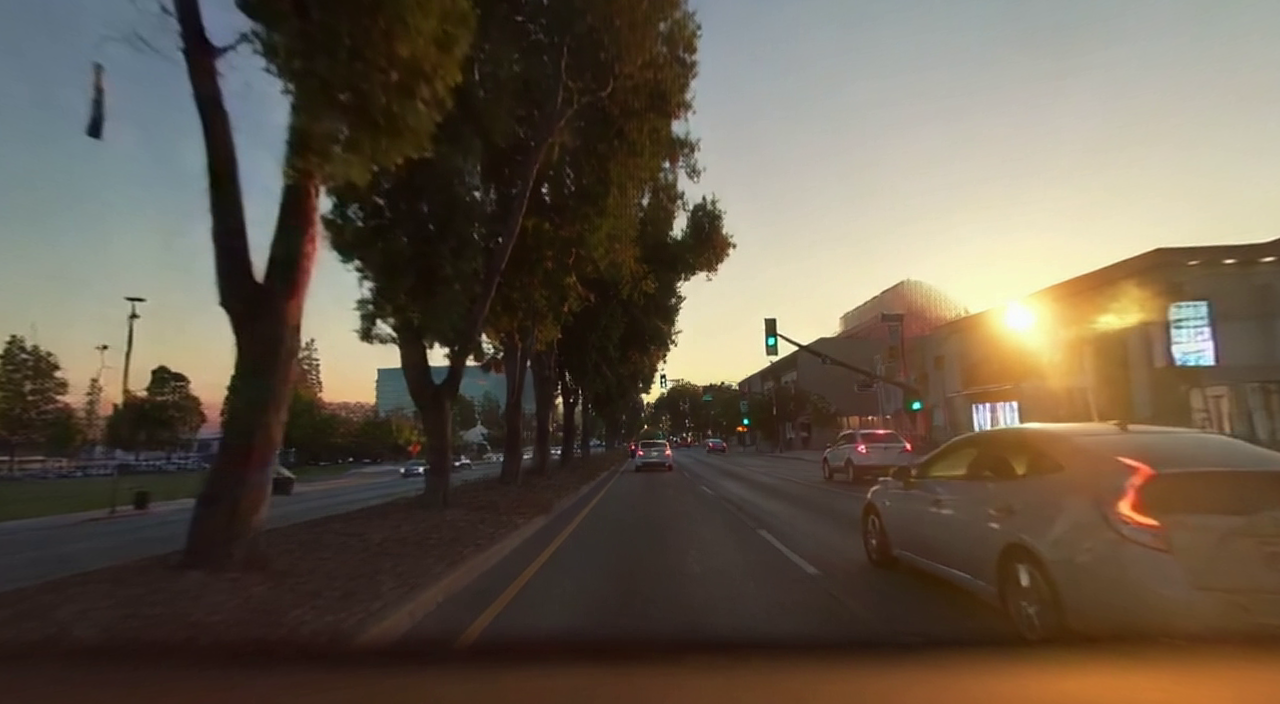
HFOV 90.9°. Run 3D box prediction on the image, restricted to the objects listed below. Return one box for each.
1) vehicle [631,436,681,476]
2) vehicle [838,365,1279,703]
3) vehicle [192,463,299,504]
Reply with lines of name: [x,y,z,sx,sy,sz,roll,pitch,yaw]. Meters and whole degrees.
vehicle: [0.658,4.701,28.729,2.125,1.669,3.880,0,-8,0]
vehicle: [3.206,1.177,4.657,1.931,1.591,4.708,0,-8,0]
vehicle: [-18.341,6.109,29.598,1.947,1.609,4.589,-1,-8,1]
